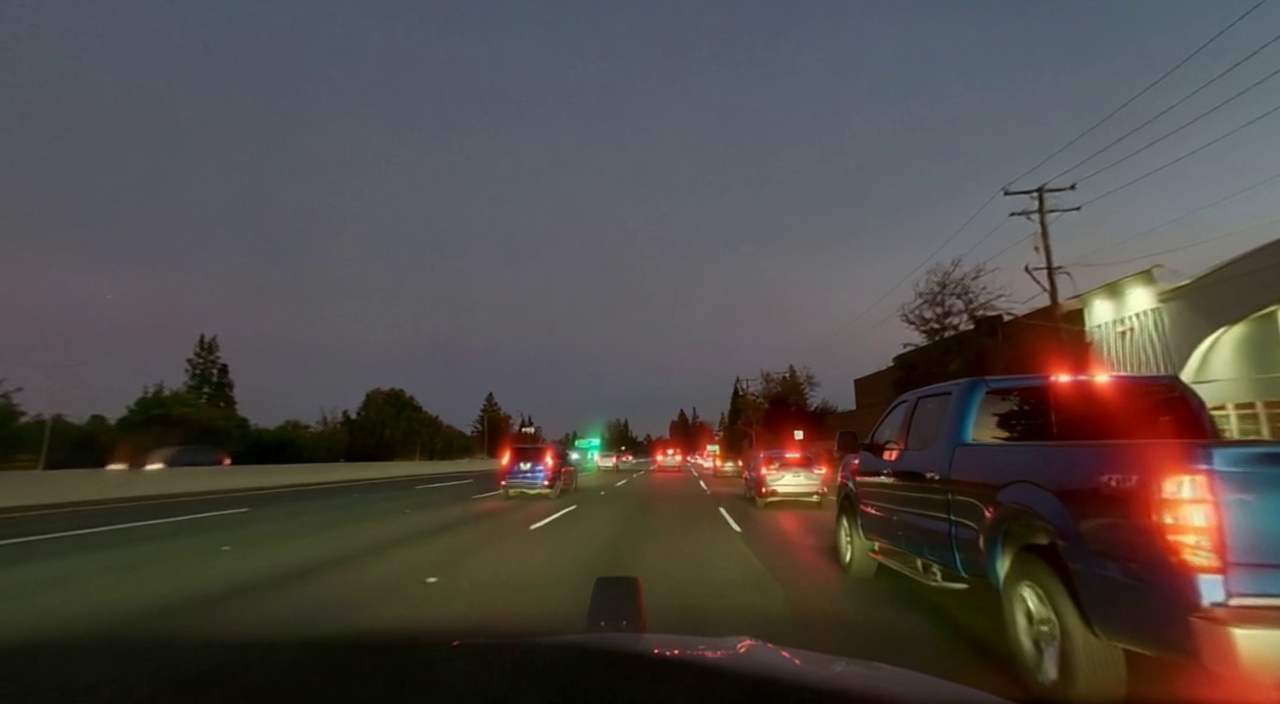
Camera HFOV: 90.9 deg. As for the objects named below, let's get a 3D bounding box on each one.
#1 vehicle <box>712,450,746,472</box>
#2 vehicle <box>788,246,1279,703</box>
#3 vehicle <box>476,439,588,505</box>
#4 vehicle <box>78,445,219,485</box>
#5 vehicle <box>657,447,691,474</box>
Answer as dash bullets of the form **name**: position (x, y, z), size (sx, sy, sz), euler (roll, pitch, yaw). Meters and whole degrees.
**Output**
- **vehicle**: position (6.469, 7.966, 46.242), size (2.072, 1.456, 4.537), euler (-1, -8, 3)
- **vehicle**: position (3.347, 1.143, 5.362), size (3.024, 2.092, 6.797), euler (-1, -8, 5)
- **vehicle**: position (-3.077, 3.535, 19.133), size (2.209, 1.714, 4.576), euler (-1, -8, 5)
- **vehicle**: position (-22.645, 5.199, 29.405), size (2.102, 1.652, 5.303), euler (-1, -8, 3)
- **vehicle**: position (2.254, 7.110, 41.526), size (2.080, 1.682, 4.150), euler (-1, -8, 3)
